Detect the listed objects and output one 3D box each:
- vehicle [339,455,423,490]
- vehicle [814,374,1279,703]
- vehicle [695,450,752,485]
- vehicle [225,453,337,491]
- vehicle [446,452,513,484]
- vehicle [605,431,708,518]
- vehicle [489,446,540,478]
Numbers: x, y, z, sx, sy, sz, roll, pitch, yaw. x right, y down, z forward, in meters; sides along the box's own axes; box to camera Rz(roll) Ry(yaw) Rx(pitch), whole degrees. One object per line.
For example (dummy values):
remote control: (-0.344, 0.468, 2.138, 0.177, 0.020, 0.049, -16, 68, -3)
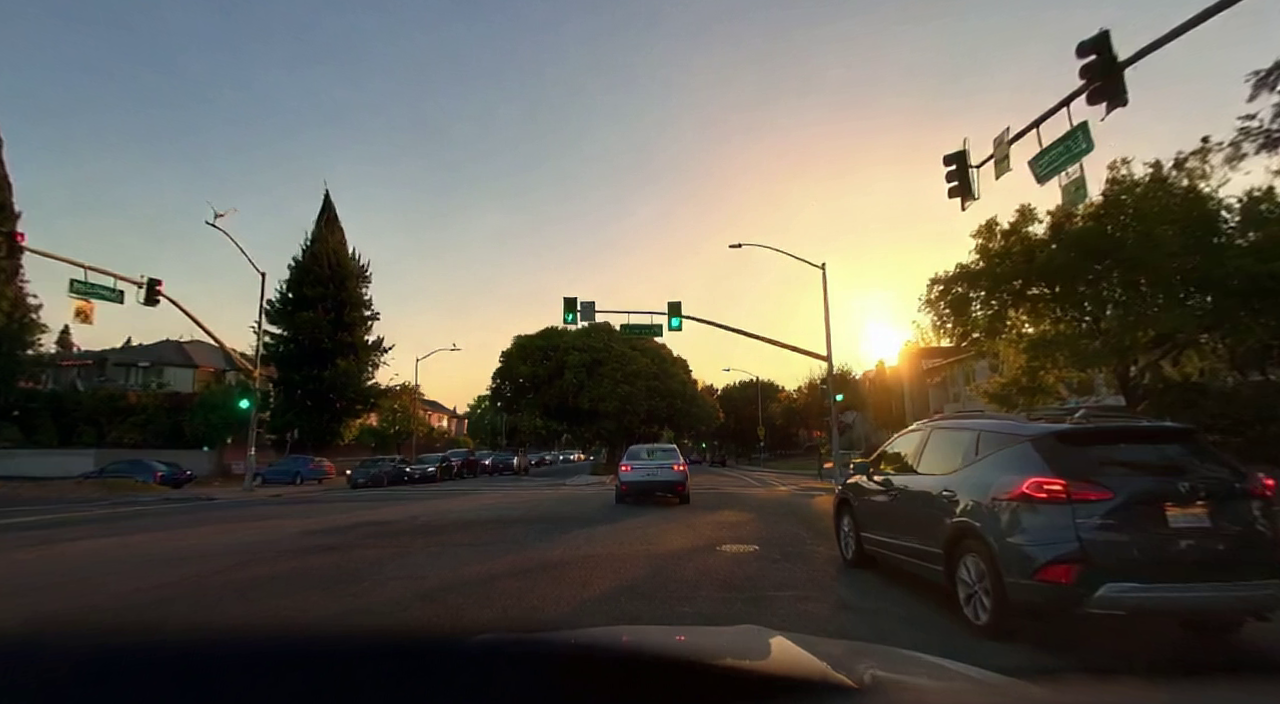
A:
vehicle: (-11.954, 5.551, 29.395, 1.959, 1.450, 4.487, 0, -8, 1)
vehicle: (3.294, 1.339, 5.624, 2.166, 1.799, 4.372, 0, -8, -1)
vehicle: (3.870, 5.442, 29.976, 2.096, 1.489, 4.757, 0, -9, 1)
vehicle: (-18.547, 6.159, 32.819, 1.986, 1.742, 4.580, -5, -10, 31)
vehicle: (-7.964, 5.803, 31.806, 2.083, 1.420, 4.702, 0, -9, 1)
vehicle: (0.318, 2.922, 15.604, 2.185, 1.822, 4.391, 0, -8, -1)
vehicle: (-8.025, 7.050, 40.793, 2.182, 1.939, 4.889, 0, -8, 1)
